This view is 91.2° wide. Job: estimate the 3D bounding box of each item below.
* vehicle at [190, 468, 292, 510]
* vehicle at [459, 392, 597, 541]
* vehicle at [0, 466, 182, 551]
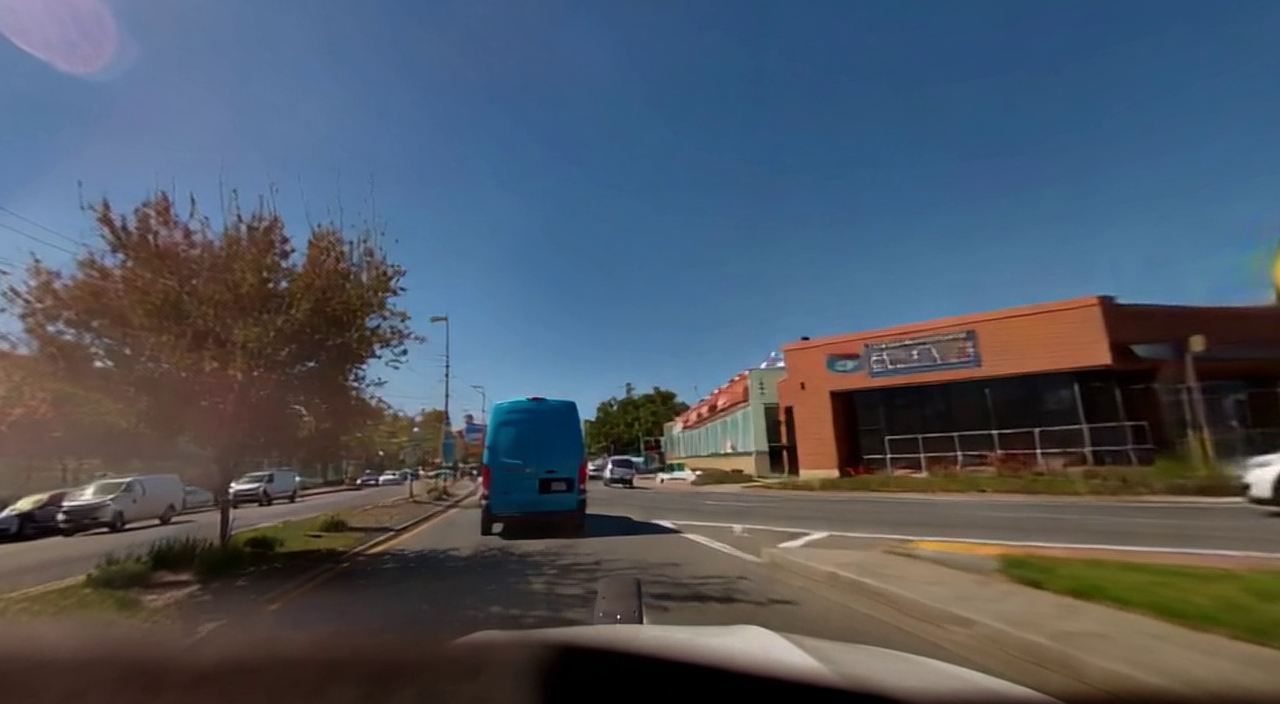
[{"bbox_3d":[-18.936,6.483,30.016,1.938,1.688,4.523,0,-9,-1],"label":"vehicle"},{"bbox_3d":[-2.549,2.471,14.171,2.432,2.624,5.670,1,-9,-11],"label":"vehicle"},{"bbox_3d":[-14.677,4.120,17.080,2.114,1.668,3.747,-5,-8,-10],"label":"vehicle"}]
